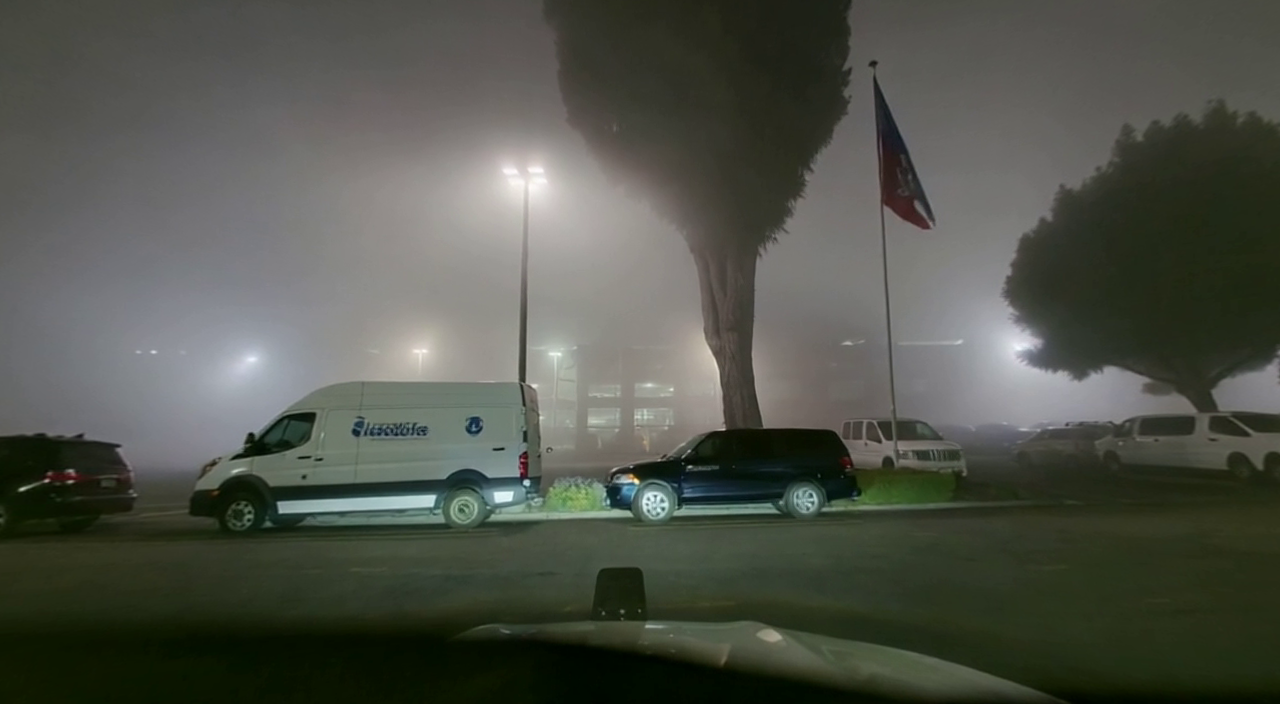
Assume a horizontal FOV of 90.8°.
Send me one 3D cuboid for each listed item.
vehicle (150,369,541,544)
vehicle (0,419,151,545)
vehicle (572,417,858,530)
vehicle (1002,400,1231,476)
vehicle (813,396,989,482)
[{"bbox_3d":[-4.846,1.830,11.479,5.899,2.757,2.257,1,-8,-6],"label":"vehicle"},{"bbox_3d":[-12.588,2.179,10.819,6.311,1.951,2.161,1,-8,-6],"label":"vehicle"},{"bbox_3d":[1.244,2.224,11.959,4.992,1.894,2.043,1,-8,-7],"label":"vehicle"},{"bbox_3d":[15.767,2.954,21.699,2.228,2.126,6.632,-1,-8,-5],"label":"vehicle"},{"bbox_3d":[7.939,2.791,20.209,2.491,2.324,5.986,1,-8,-6],"label":"vehicle"}]
